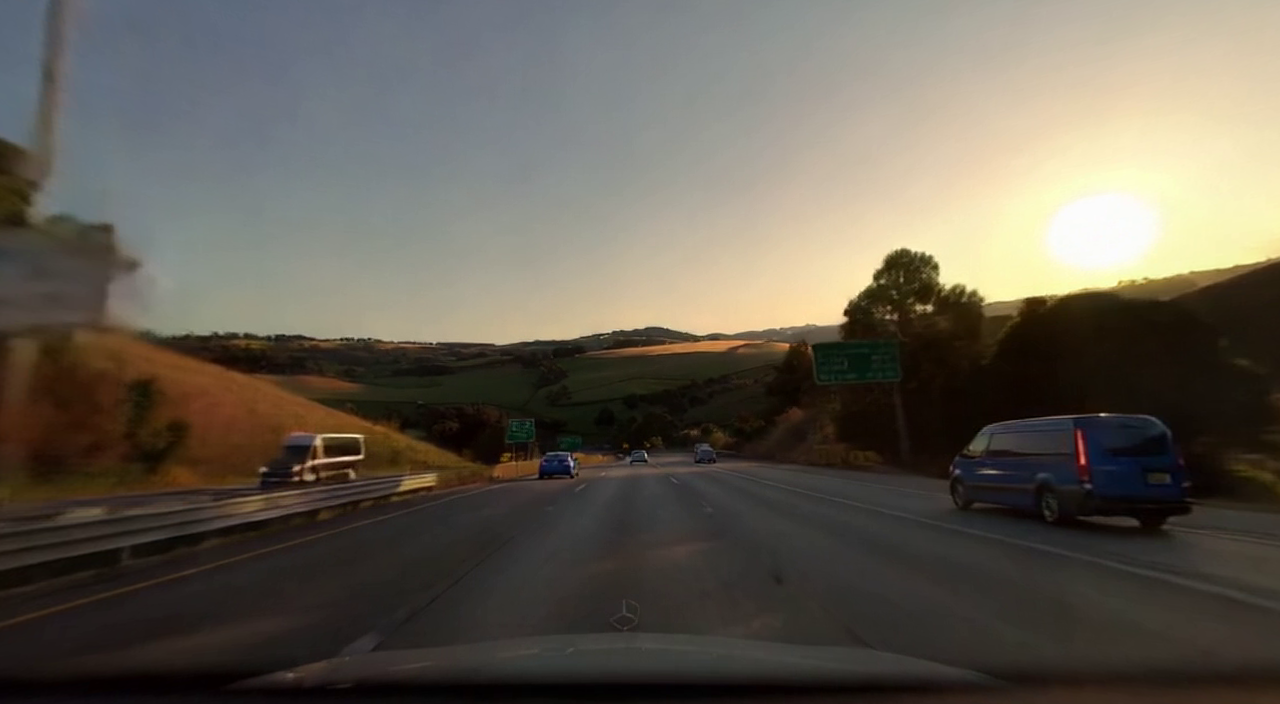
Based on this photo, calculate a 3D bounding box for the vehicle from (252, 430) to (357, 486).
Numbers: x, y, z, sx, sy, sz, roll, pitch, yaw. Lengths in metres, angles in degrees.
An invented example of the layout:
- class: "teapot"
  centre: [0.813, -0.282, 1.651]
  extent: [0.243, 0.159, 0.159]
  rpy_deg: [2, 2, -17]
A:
- class: "vehicle"
  centre: [-18.753, 5.958, 35.668]
  extent: [2.222, 2.806, 6.915]
  rpy_deg: [0, -9, -1]

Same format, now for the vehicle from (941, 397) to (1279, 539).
- class: "vehicle"
  centre: [7.744, 1.994, 11.269]
  extent: [2.133, 1.933, 4.986]
  rpy_deg: [0, -9, -1]

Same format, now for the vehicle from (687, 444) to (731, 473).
- class: "vehicle"
  centre: [4.108, 6.448, 38.340]
  extent: [2.069, 1.625, 4.832]
  rpy_deg: [0, -9, -1]

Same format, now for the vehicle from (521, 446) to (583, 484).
- class: "vehicle"
  centre: [-3.840, 5.018, 28.244]
  extent: [2.160, 1.530, 4.500]
  rpy_deg: [0, -9, 0]
